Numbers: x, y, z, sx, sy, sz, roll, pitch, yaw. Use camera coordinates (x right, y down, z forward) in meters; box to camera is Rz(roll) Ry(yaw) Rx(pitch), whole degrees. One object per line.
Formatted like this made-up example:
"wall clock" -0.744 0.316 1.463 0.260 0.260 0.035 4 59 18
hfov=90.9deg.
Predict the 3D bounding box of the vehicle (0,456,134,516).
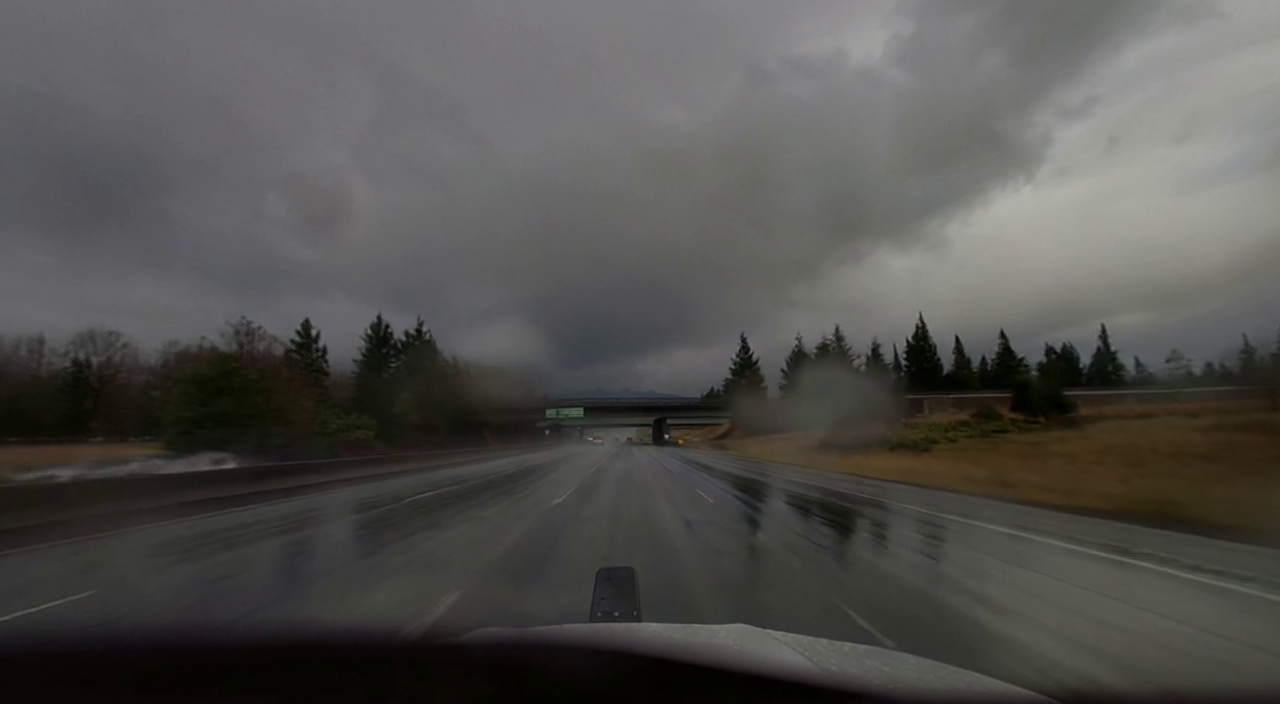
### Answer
"vehicle" -17.523 3.848 18.551 1.817 1.435 4.153 0 -8 -1
